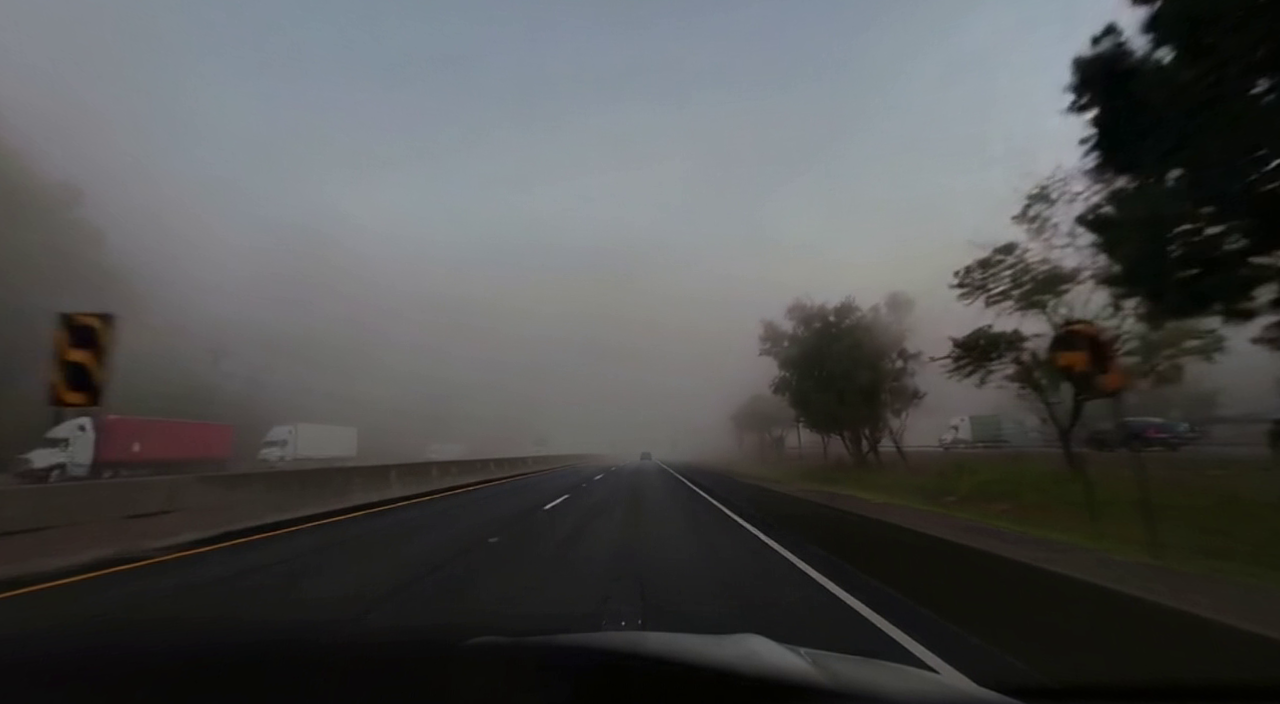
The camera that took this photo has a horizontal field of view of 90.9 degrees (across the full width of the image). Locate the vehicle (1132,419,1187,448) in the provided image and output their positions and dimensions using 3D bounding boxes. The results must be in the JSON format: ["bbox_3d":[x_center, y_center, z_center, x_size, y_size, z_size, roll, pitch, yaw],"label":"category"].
[{"bbox_3d":[33.319,5.267,40.360,2.081,1.698,4.845,-9,-13,44],"label":"vehicle"}]

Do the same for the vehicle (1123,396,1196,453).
[{"bbox_3d":[35.301,5.072,42.635,2.793,3.430,10.146,-9,-12,43],"label":"vehicle"}]

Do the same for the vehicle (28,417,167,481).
[{"bbox_3d":[-38.303,6.880,44.936,3.269,4.141,7.075,0,-9,1],"label":"vehicle"}]
